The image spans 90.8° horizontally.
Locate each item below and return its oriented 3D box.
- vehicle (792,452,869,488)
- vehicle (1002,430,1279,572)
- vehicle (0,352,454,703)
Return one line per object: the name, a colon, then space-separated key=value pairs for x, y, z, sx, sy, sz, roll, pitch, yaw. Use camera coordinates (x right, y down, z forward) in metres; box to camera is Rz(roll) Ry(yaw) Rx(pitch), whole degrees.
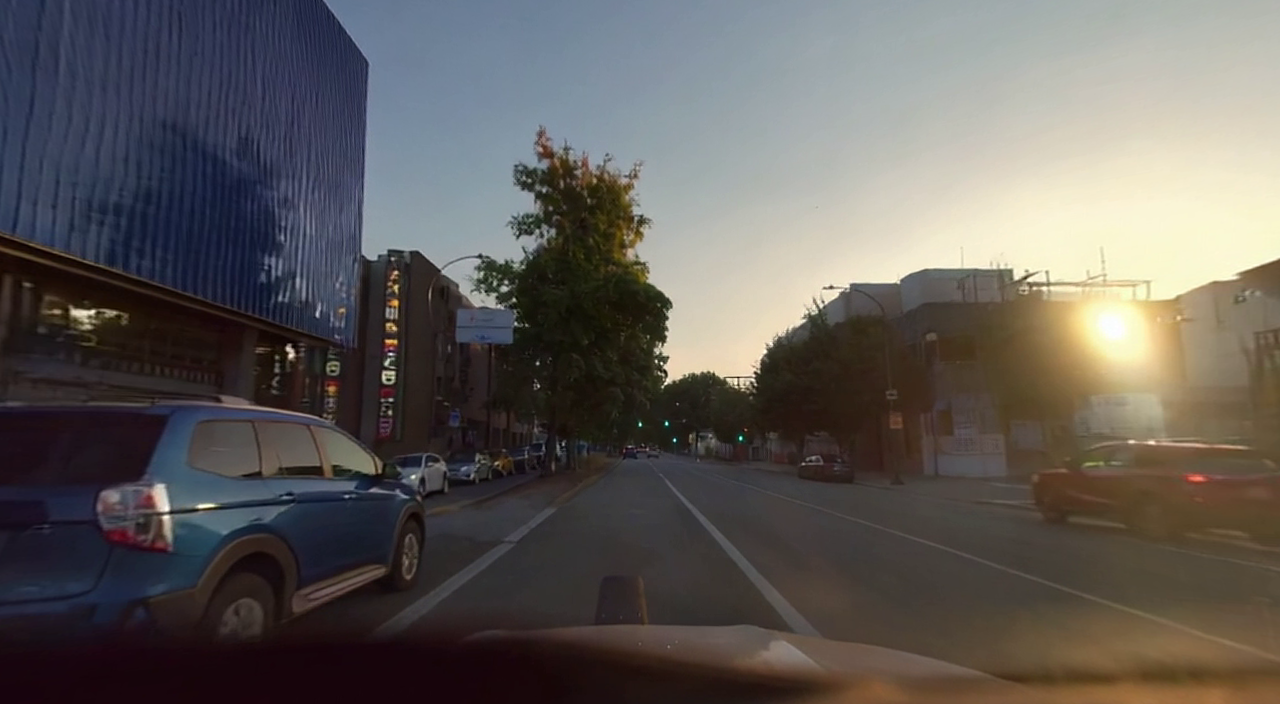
vehicle: x=8.726 y=5.425 z=29.347 sx=1.954 sy=1.478 sz=4.625 roll=0 pitch=-9 yaw=-2
vehicle: x=9.280 y=2.476 z=11.551 sx=2.129 sy=1.929 sz=5.537 roll=0 pitch=-9 yaw=1
vehicle: x=-3.075 y=1.195 z=4.749 sx=2.002 sy=1.756 sz=4.366 roll=0 pitch=-9 yaw=0
